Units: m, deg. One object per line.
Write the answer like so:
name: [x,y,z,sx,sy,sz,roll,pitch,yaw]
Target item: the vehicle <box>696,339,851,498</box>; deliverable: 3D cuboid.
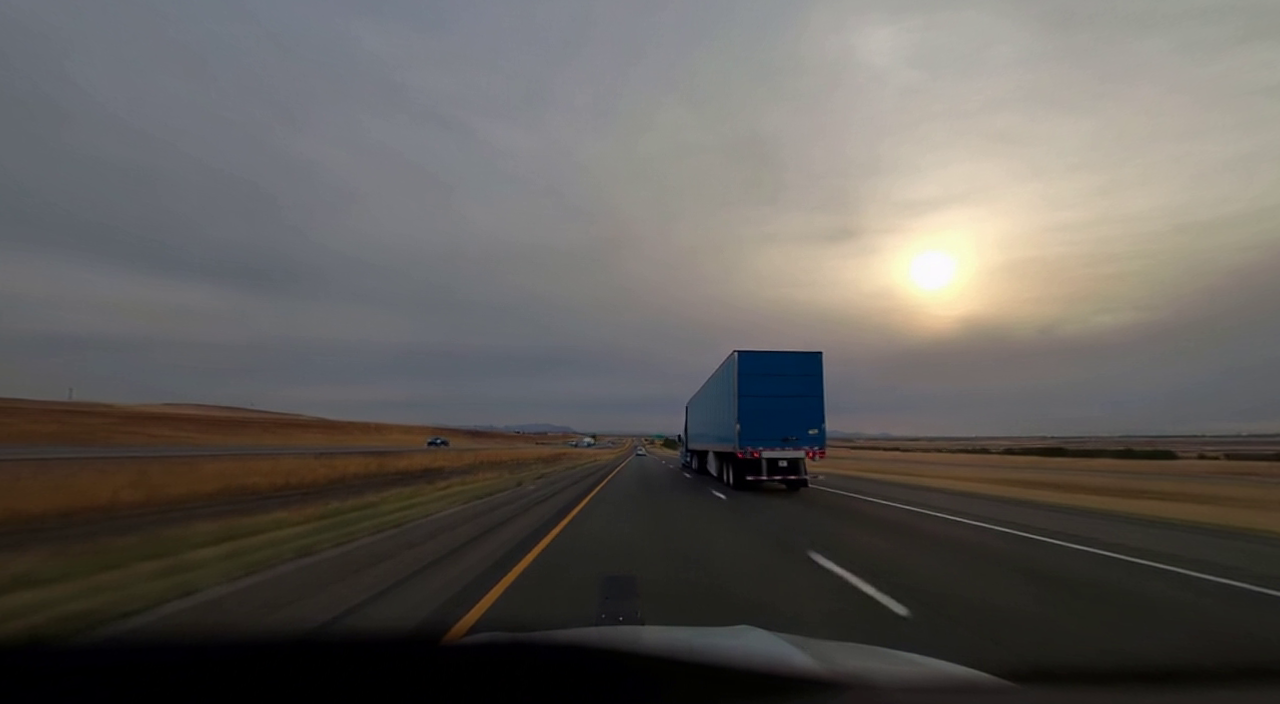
vehicle: [4.079,2.708,23.128,2.818,4.206,12.987,0,-9,0]
